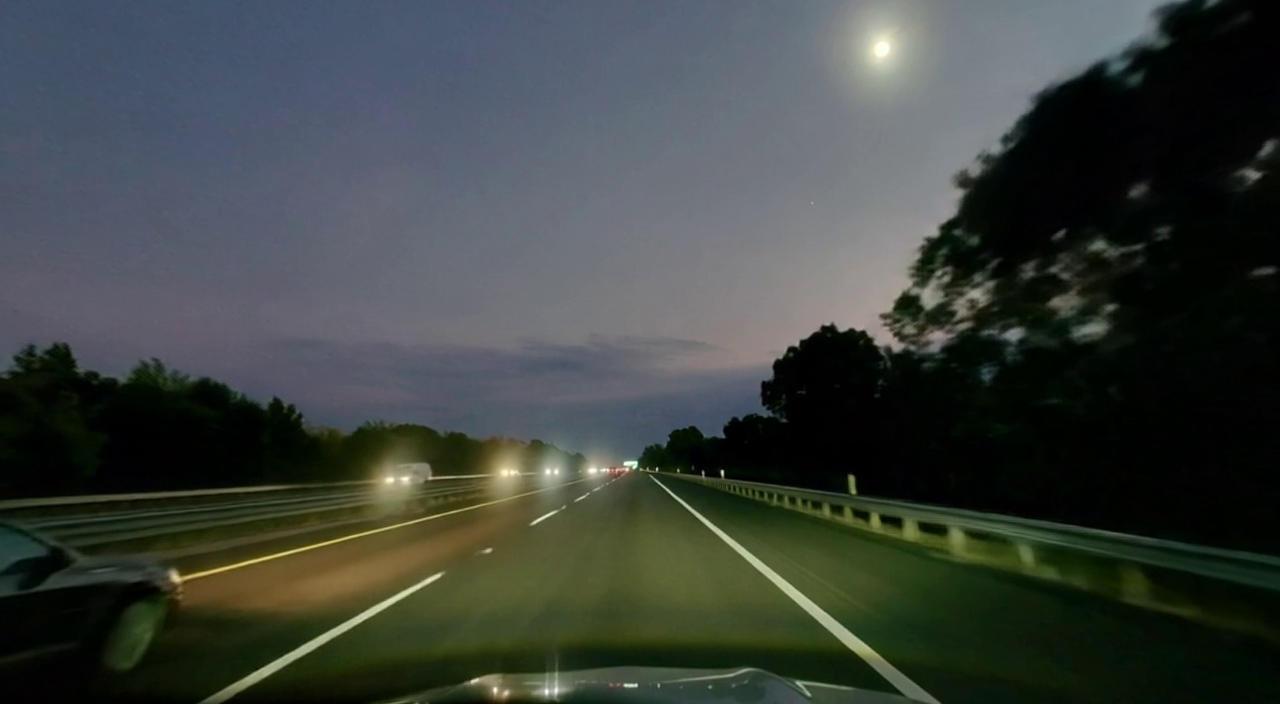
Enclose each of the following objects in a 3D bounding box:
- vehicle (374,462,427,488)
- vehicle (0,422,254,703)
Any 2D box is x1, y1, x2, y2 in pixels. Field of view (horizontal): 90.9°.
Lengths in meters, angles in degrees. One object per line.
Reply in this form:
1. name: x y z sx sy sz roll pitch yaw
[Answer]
1. vehicle: -17.439 8.975 46.099 2.064 1.799 4.717 1 -10 -1
2. vehicle: -3.850 0.872 1.918 2.146 1.441 5.020 1 -10 0
